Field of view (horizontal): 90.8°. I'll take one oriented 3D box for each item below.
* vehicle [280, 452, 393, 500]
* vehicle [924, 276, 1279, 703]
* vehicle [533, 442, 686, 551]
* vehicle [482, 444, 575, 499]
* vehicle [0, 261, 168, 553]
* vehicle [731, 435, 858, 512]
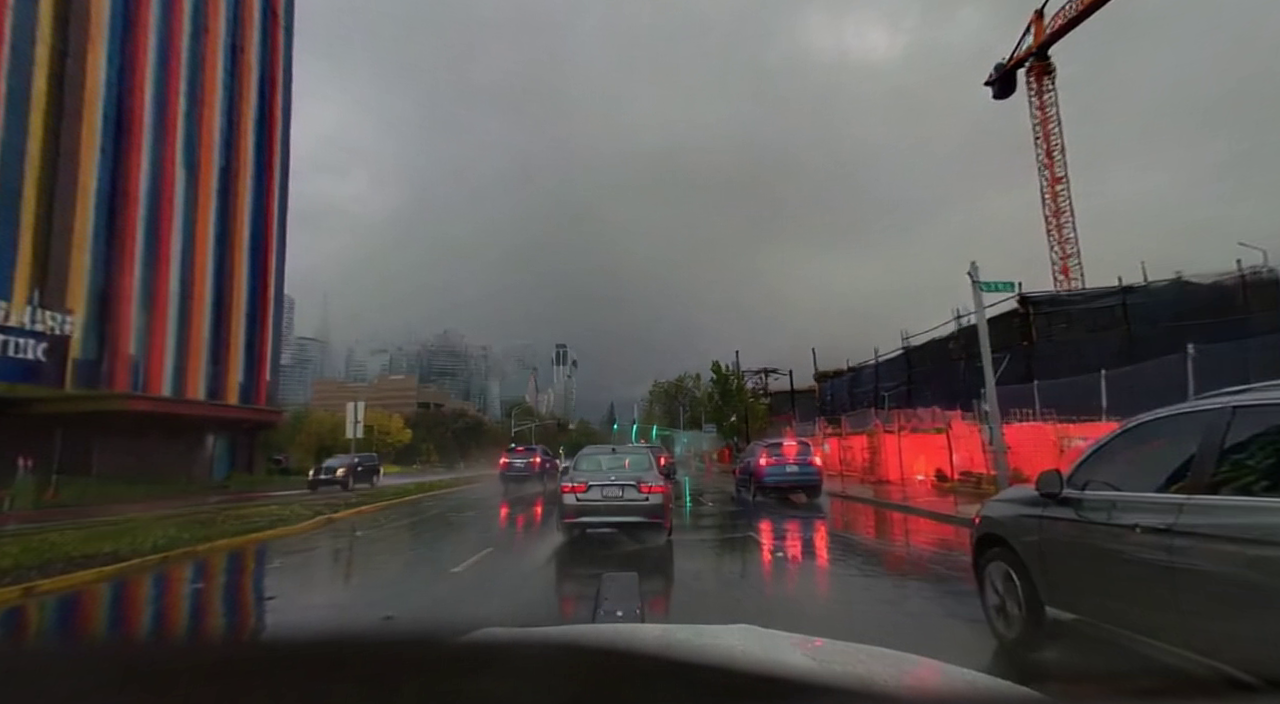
[{"bbox_3d":[-12.633,5.162,26.749,2.136,1.764,4.855,-1,-8,4],"label":"vehicle"},{"bbox_3d":[3.509,0.742,2.661,2.182,1.954,5.341,0,-8,1],"label":"vehicle"},{"bbox_3d":[-0.363,2.325,10.946,2.131,1.496,4.193,0,-8,2],"label":"vehicle"},{"bbox_3d":[-3.705,4.037,21.823,2.201,1.691,4.305,-1,-8,3],"label":"vehicle"},{"bbox_3d":[-9.110,0.810,8.480,2.592,3.548,3.414,-2,-9,4],"label":"vehicle"},{"bbox_3d":[4.025,3.238,17.470,2.185,1.797,4.934,0,-8,-1],"label":"vehicle"}]
